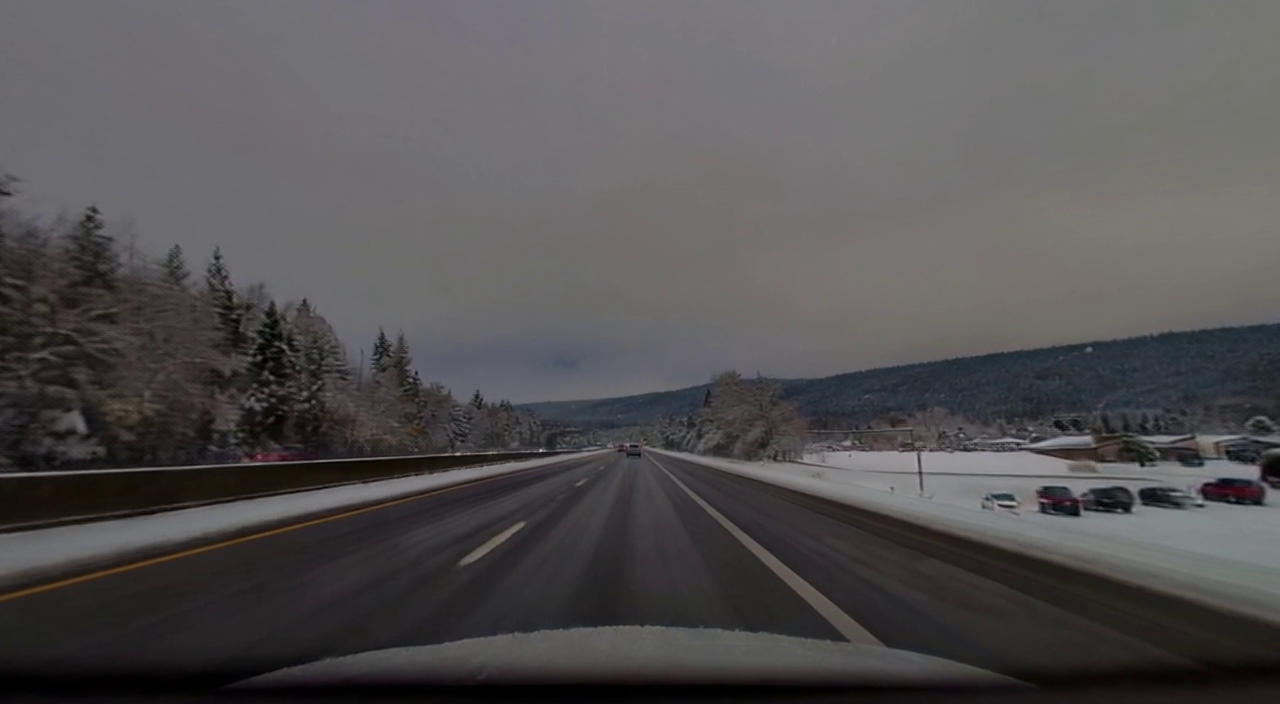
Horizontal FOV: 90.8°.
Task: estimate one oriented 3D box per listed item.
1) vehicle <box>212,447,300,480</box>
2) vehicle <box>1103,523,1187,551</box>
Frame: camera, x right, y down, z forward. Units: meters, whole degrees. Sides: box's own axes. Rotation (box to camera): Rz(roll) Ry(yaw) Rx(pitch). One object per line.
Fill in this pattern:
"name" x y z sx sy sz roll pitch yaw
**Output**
"vehicle" -21.871 6.333 36.251 2.198 1.735 4.468 0 -9 0
"vehicle" 35.660 13.064 44.699 3.995 1.648 2.144 0 -8 2
